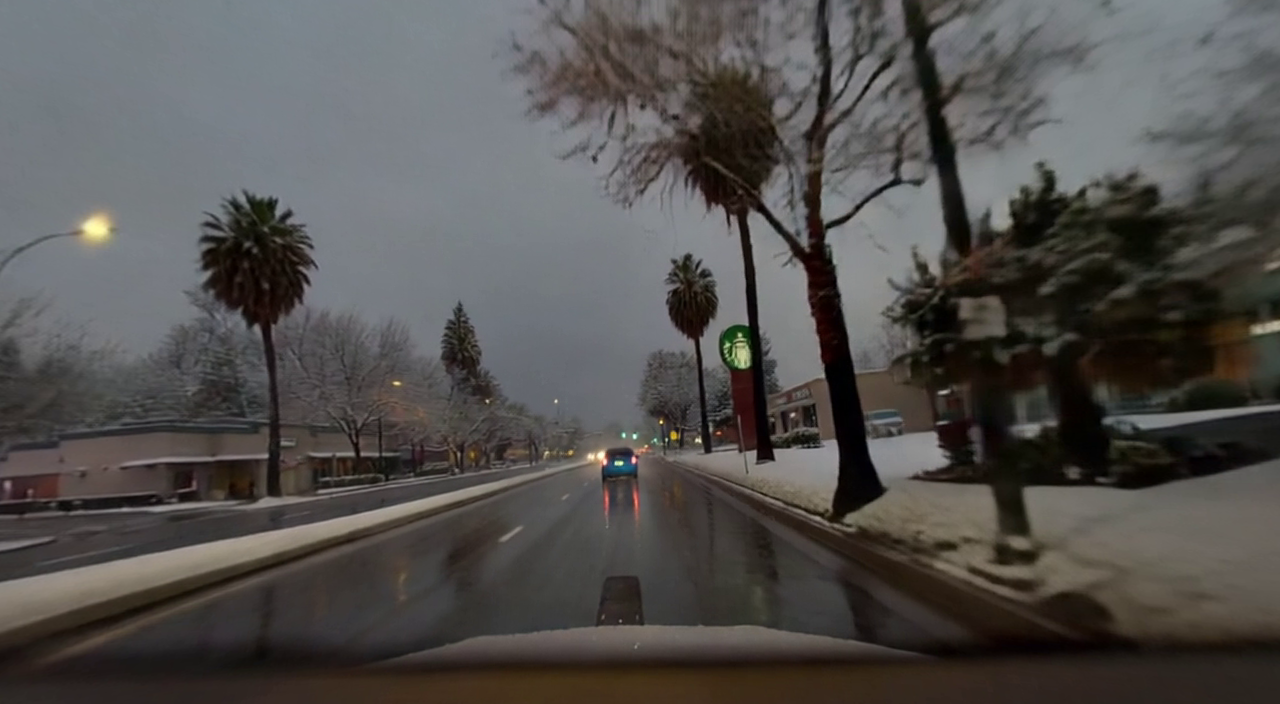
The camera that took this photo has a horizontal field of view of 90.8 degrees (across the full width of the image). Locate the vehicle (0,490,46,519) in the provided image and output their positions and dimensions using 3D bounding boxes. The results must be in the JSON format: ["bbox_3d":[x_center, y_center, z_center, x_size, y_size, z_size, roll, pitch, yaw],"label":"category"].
[{"bbox_3d":[-43.491,10.631,44.158,2.106,1.639,4.127,6,-10,-34],"label":"vehicle"}]

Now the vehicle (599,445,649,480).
[{"bbox_3d":[-0.691,5.107,29.503,2.156,1.462,4.495,0,-8,0],"label":"vehicle"}]
